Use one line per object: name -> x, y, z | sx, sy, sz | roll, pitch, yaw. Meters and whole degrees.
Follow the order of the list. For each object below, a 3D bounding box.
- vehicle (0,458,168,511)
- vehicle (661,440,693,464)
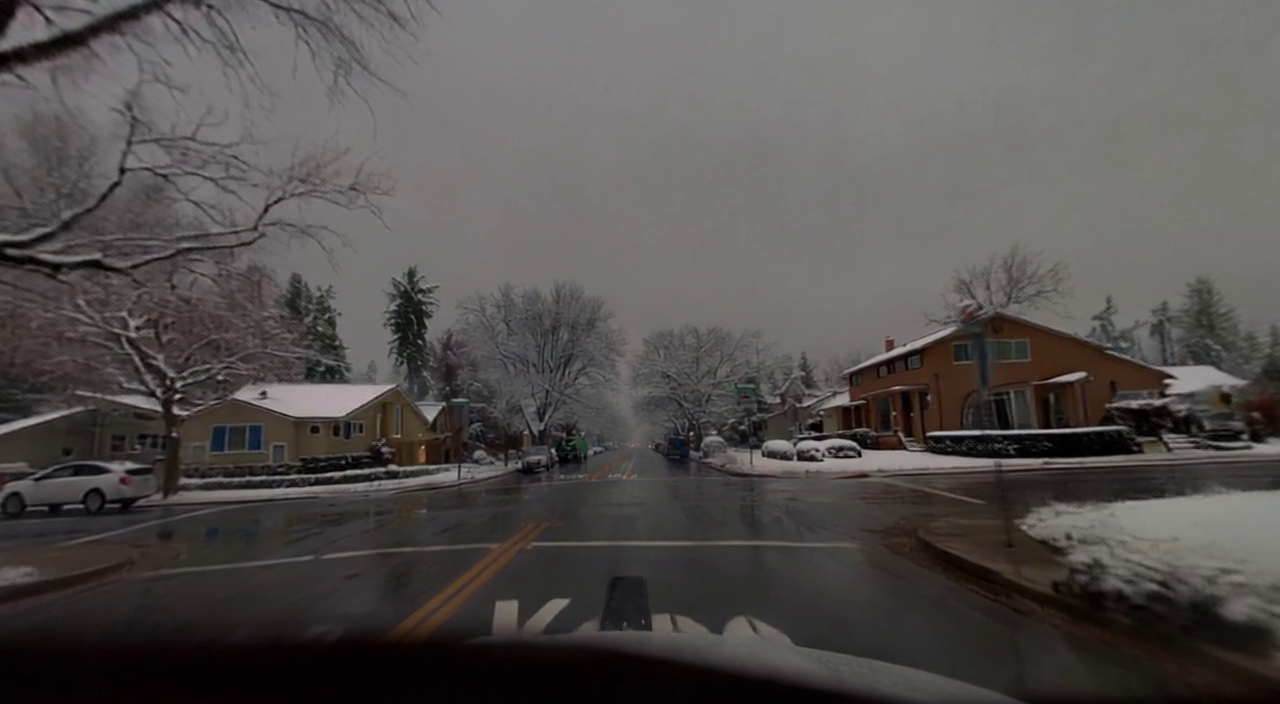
vehicle -> -18.901, 4.427, 21.234 | 4.334, 1.632, 1.996 | 0, -8, -1
vehicle -> 2.782, 7.631, 48.262 | 2.220, 1.753, 3.862 | 0, -8, -1
